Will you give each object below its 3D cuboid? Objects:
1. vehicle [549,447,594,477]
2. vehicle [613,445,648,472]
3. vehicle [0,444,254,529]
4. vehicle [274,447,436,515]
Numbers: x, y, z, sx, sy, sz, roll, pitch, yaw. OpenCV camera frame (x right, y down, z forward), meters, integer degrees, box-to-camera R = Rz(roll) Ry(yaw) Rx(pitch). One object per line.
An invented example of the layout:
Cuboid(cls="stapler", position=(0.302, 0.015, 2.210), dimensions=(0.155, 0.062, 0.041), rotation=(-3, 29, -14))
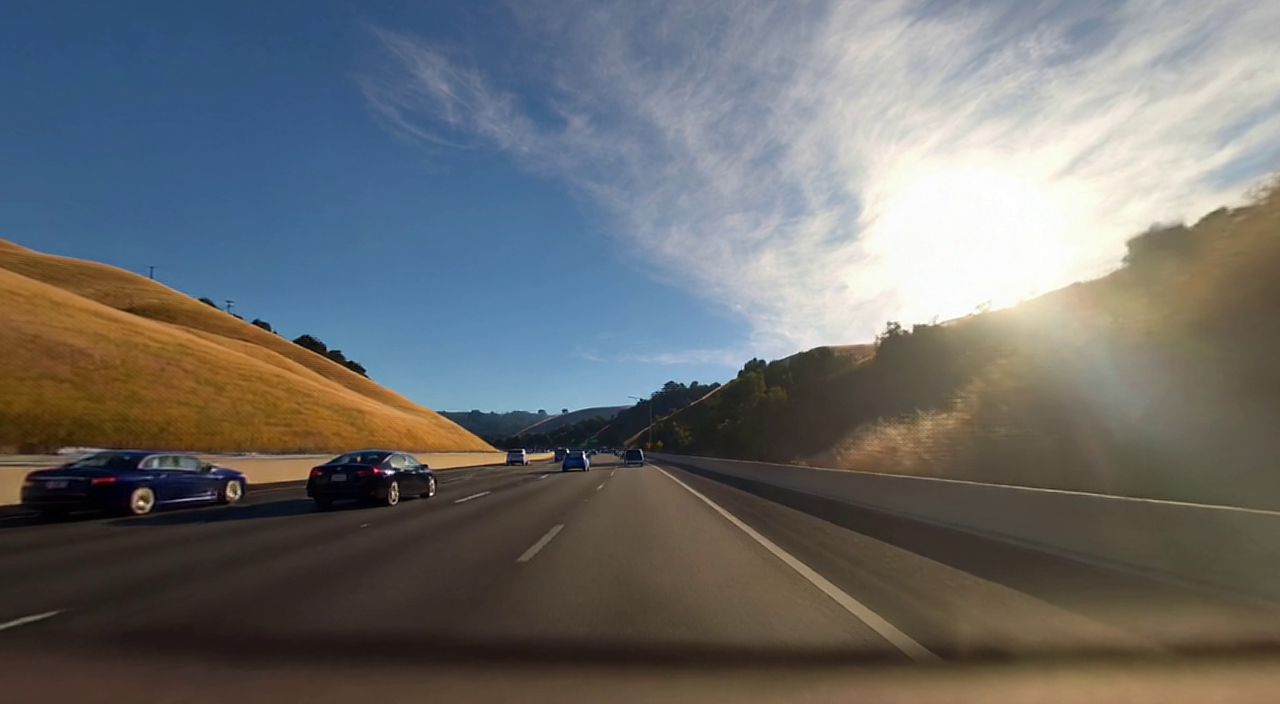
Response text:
Cuboid(cls="vehicle", position=(-3.861, 6.252, 36.148), dimensions=(2.144, 1.505, 4.649), rotation=(0, -8, -1))
Cuboid(cls="vehicle", position=(-0.687, 7.034, 42.062), dimensions=(2.225, 1.674, 4.044), rotation=(0, -8, -2))
Cuboid(cls="vehicle", position=(-11.096, 2.798, 13.901), dimensions=(2.048, 1.501, 4.898), rotation=(0, -8, 0))
Cuboid(cls="vehicle", position=(-6.852, 3.107, 15.776), dimensions=(1.991, 1.441, 4.265), rotation=(0, -8, 1))
